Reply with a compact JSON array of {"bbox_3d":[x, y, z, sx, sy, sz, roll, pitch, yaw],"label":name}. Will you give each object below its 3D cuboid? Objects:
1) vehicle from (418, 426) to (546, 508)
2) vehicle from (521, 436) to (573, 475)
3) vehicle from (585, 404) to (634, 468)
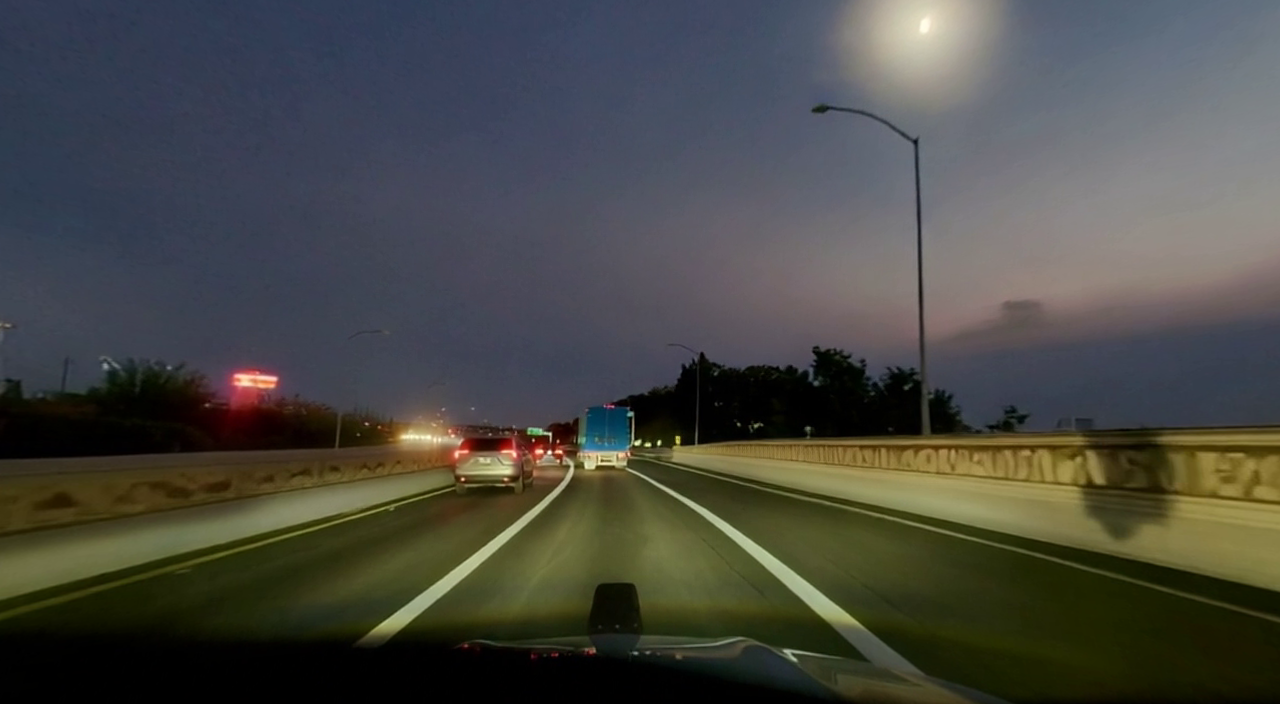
[{"bbox_3d":[-3.704,2.791,15.683,2.041,1.734,4.391,0,-9,0],"label":"vehicle"},{"bbox_3d":[-4.454,5.042,30.874,2.044,1.740,4.361,1,-9,-2],"label":"vehicle"},{"bbox_3d":[-2.124,6.162,45.491,2.959,3.975,12.918,1,-9,-2],"label":"vehicle"}]
